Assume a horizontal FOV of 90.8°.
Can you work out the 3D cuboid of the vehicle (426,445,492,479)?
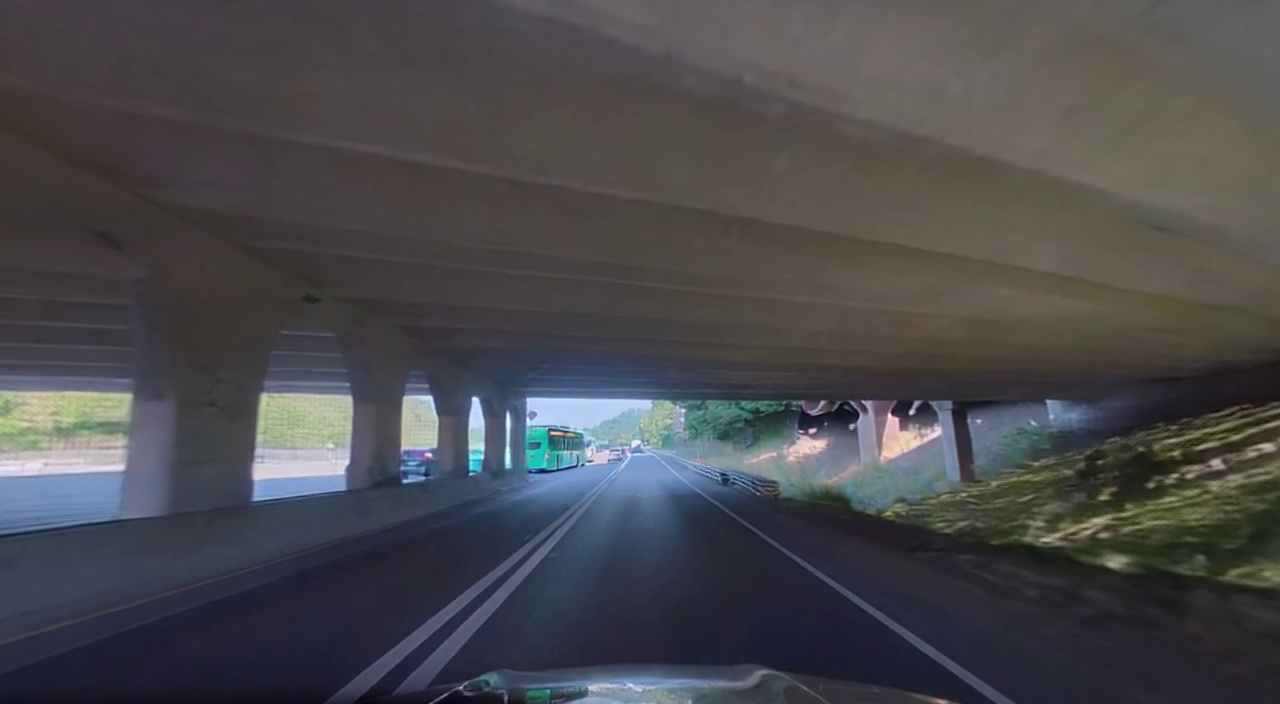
[{"bbox_3d":[-9.320,5.678,32.897,1.979,1.600,4.516,0,-8,1],"label":"vehicle"}]

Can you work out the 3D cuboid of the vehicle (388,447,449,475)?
[{"bbox_3d":[-13.745,6.779,39.482,2.059,1.615,4.688,0,-8,1],"label":"vehicle"}]
